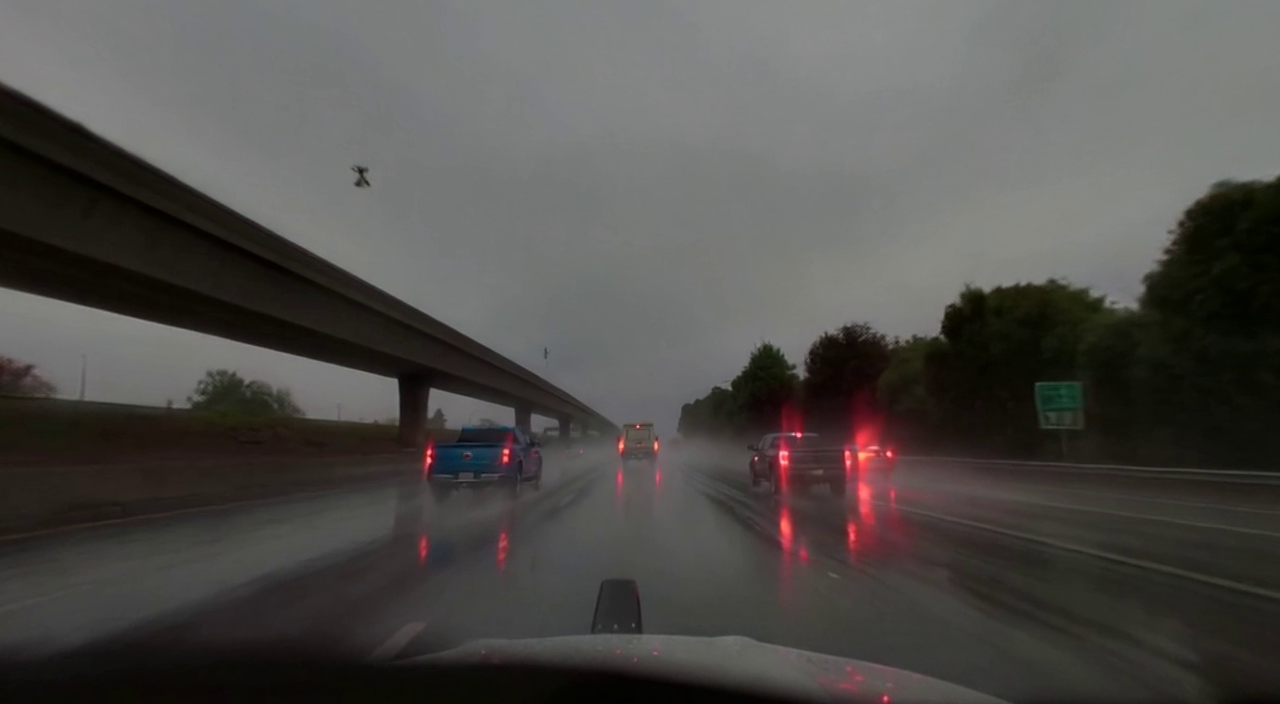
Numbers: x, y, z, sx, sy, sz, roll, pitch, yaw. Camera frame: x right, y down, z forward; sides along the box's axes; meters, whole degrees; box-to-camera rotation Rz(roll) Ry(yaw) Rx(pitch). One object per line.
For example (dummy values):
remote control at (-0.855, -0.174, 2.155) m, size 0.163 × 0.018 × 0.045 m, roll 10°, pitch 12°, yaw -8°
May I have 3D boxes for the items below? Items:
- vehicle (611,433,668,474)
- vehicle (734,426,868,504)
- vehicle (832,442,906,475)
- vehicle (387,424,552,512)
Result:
vehicle at (-0.026, 5.033, 31.526) m, size 2.572 × 1.837 × 5.693 m, roll 0°, pitch -9°, yaw 0°
vehicle at (3.748, 2.733, 15.554) m, size 2.119 × 1.653 × 4.000 m, roll 0°, pitch -9°, yaw -2°
vehicle at (11.092, 5.184, 30.948) m, size 1.961 × 1.480 × 4.331 m, roll 0°, pitch -9°, yaw -1°
vehicle at (-3.691, 2.674, 14.966) m, size 2.535 × 1.715 × 5.030 m, roll 0°, pitch -9°, yaw 0°
